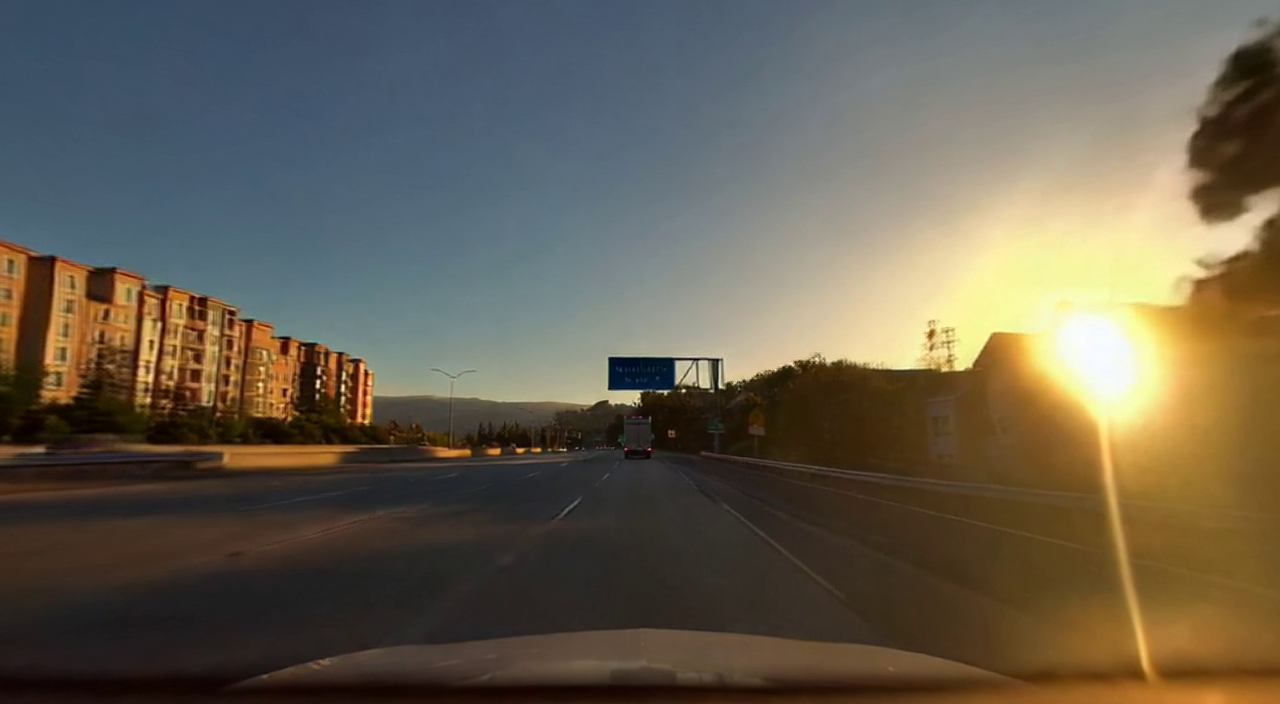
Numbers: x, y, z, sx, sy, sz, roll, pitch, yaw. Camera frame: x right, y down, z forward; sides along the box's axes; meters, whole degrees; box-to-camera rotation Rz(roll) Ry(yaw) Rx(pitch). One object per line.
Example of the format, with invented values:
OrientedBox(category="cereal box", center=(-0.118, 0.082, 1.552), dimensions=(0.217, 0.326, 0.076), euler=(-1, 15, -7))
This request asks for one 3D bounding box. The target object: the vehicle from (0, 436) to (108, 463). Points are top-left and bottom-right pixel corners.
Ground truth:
OrientedBox(category="vehicle", center=(-36.197, 6.062, 39.096), dimensions=(2.007, 1.576, 4.999), euler=(0, -9, 0))
